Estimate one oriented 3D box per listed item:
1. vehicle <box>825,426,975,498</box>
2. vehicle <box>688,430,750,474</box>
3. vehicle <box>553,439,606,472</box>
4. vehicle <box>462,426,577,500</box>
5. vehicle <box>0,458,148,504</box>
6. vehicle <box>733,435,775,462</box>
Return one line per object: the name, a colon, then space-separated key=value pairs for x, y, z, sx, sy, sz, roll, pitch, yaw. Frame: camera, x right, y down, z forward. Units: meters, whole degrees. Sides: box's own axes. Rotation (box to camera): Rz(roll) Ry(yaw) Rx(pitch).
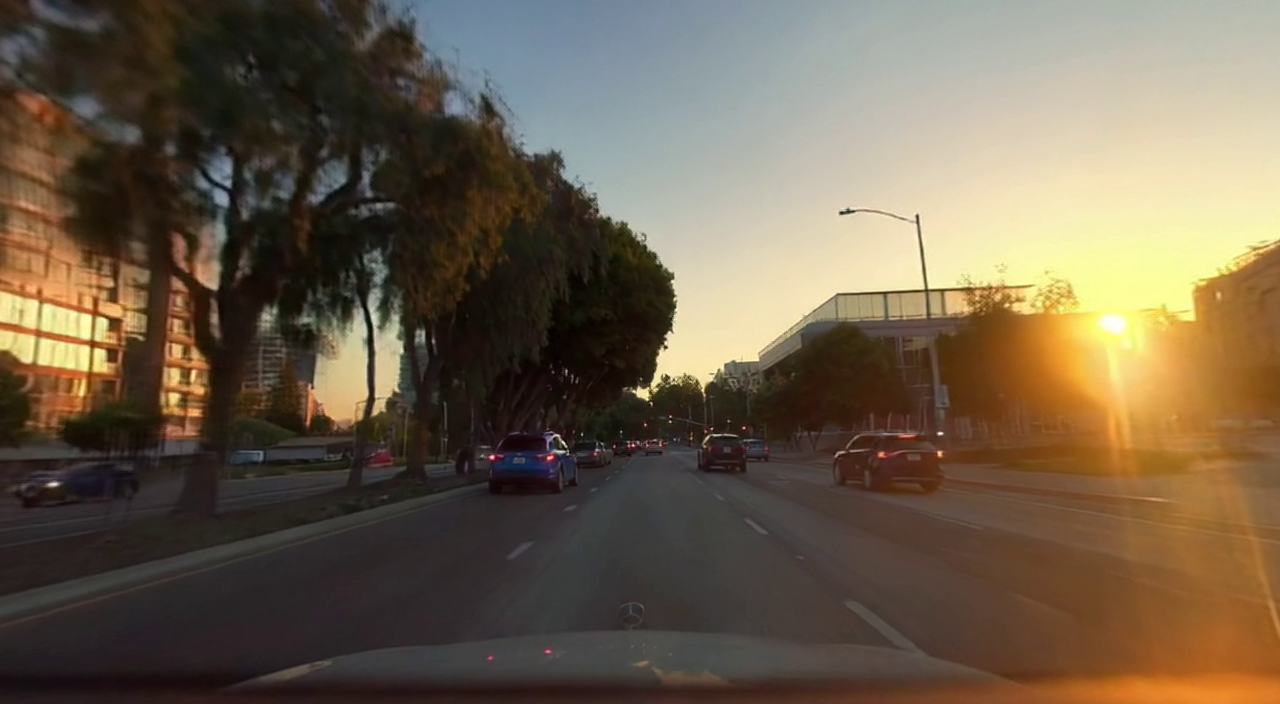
vehicle: x=6.782 y=2.932 z=17.129 sx=2.088 sy=1.666 sz=4.512 roll=0 pitch=-9 yaw=-1
vehicle: x=3.492 y=4.540 z=28.676 sx=2.178 sy=1.804 sz=4.766 roll=0 pitch=-9 yaw=0
vehicle: x=-2.874 y=5.065 z=30.920 sx=2.036 sy=1.465 sz=4.301 roll=-1 pitch=-9 yaw=2
vehicle: x=-3.049 y=2.942 z=17.045 sx=2.141 sy=1.719 sz=4.379 roll=-1 pitch=-9 yaw=1
vehicle: x=-22.977 y=5.192 z=25.774 sx=1.983 sy=1.494 sz=4.832 roll=-3 pitch=-9 yaw=-2
vehicle: x=7.911 y=6.738 z=44.134 sx=2.076 sy=1.793 sz=4.464 roll=0 pitch=-9 yaw=0
